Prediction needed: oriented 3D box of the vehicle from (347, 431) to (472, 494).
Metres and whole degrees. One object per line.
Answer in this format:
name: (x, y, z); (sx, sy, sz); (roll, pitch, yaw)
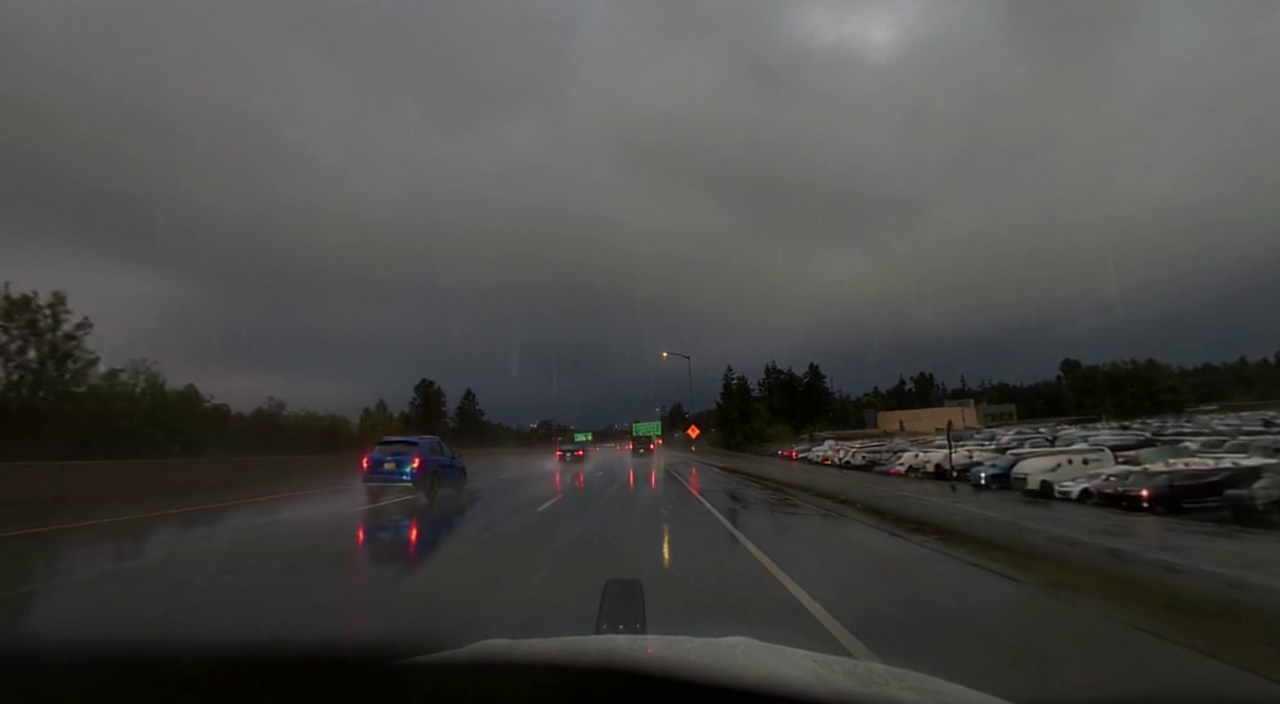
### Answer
vehicle: (-7.559, 3.684, 21.383); (2.159, 1.807, 5.422); (0, -9, 0)

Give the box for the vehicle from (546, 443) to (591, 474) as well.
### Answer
vehicle: (-4.018, 6.062, 36.125); (2.070, 1.665, 4.213); (0, -9, 1)

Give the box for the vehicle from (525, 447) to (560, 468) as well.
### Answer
vehicle: (-7.526, 8.128, 48.785); (1.991, 1.538, 4.360); (0, -9, 0)
